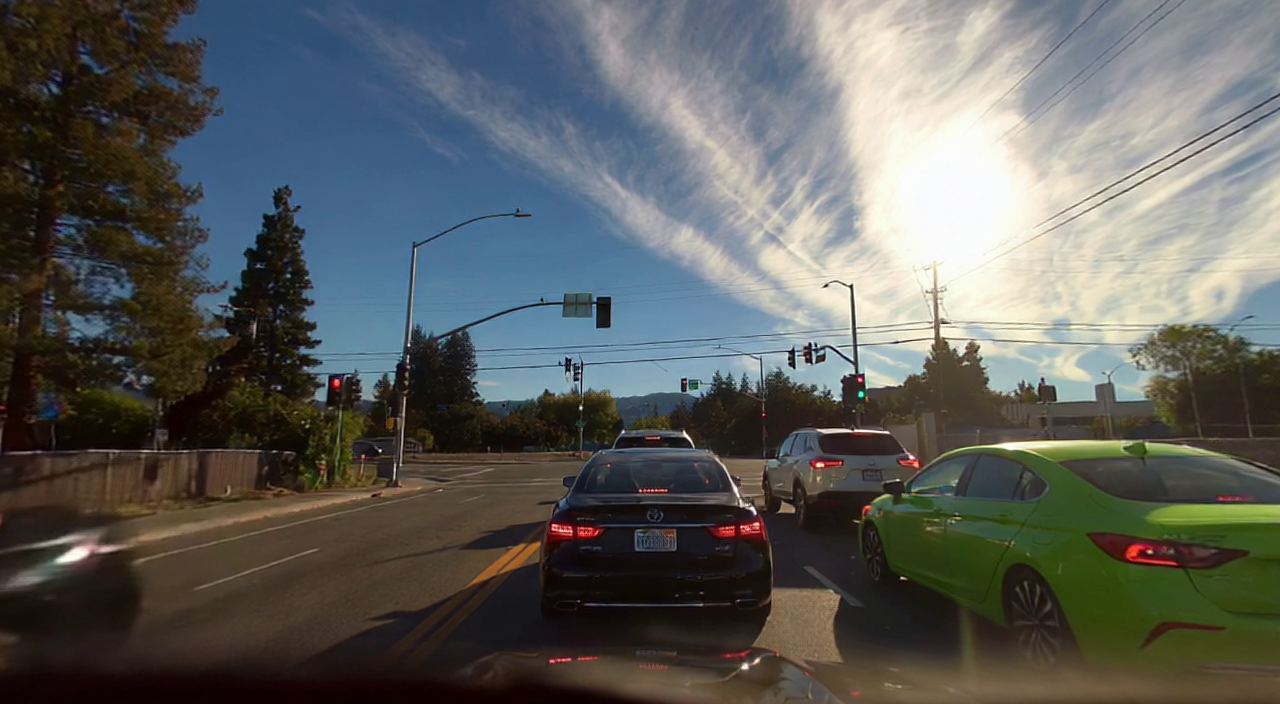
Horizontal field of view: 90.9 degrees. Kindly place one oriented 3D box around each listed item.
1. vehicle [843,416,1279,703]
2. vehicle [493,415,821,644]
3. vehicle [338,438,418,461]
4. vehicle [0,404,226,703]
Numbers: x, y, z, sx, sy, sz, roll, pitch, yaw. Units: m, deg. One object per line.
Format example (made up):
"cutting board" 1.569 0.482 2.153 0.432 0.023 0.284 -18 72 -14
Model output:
"vehicle" 3.090 1.240 4.142 2.027 1.432 4.431 0 -8 0
"vehicle" 0.085 1.502 6.433 2.170 1.497 4.369 0 -8 -1
"vehicle" -17.214 6.409 41.472 4.406 1.458 1.892 -1 -8 7
"vehicle" -3.279 0.774 1.250 1.959 1.456 4.488 0 -8 -2
